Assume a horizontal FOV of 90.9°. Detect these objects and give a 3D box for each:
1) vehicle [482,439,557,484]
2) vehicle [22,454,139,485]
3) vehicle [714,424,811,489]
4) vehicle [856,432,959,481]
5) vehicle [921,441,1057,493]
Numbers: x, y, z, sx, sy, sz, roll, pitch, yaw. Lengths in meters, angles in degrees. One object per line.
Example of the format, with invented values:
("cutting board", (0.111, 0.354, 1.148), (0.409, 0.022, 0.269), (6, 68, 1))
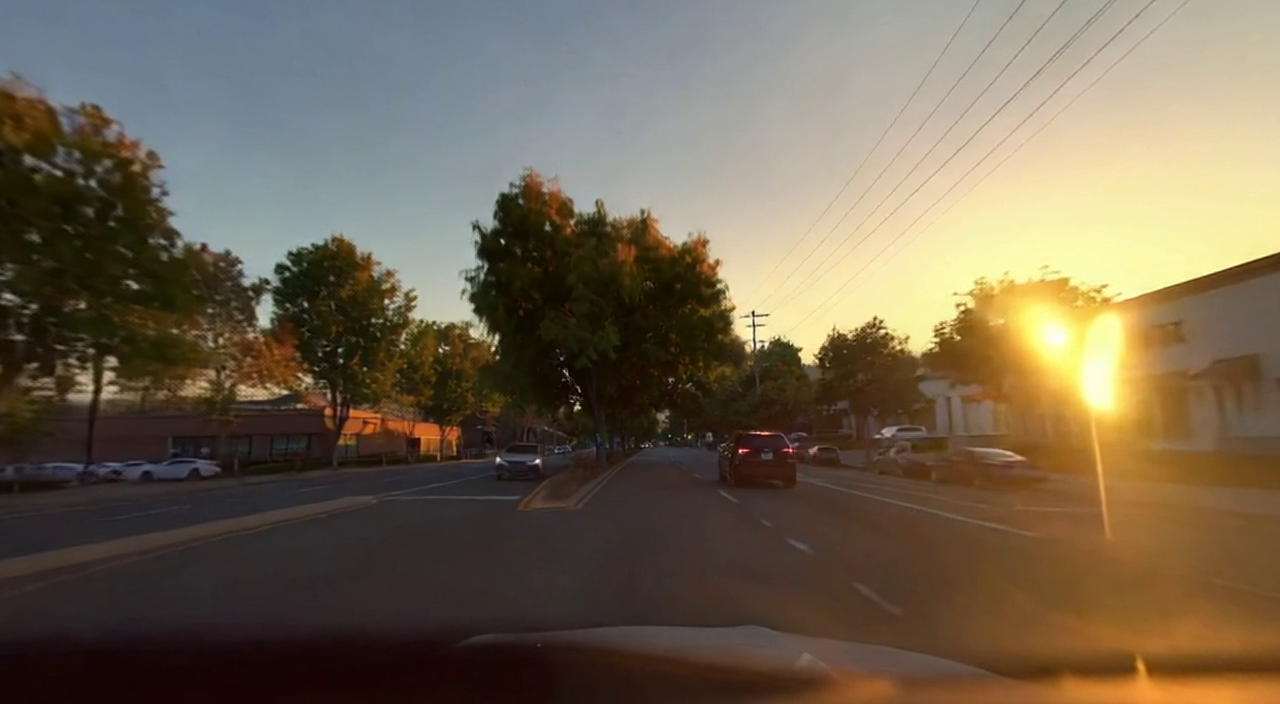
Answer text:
("vehicle", (-4.337, 4.003, 23.441), (2.031, 1.478, 4.434), (0, -8, -1))
("vehicle", (-29.754, 6.260, 33.635), (4.306, 1.459, 2.001), (-1, -8, 0))
("vehicle", (3.790, 3.350, 20.460), (2.183, 1.845, 4.482), (0, -8, -1))
("vehicle", (10.730, 4.221, 25.799), (1.989, 1.768, 4.977), (0, -8, 0))
("vehicle", (10.814, 3.575, 19.956), (1.847, 1.445, 4.281), (0, -8, 0))
